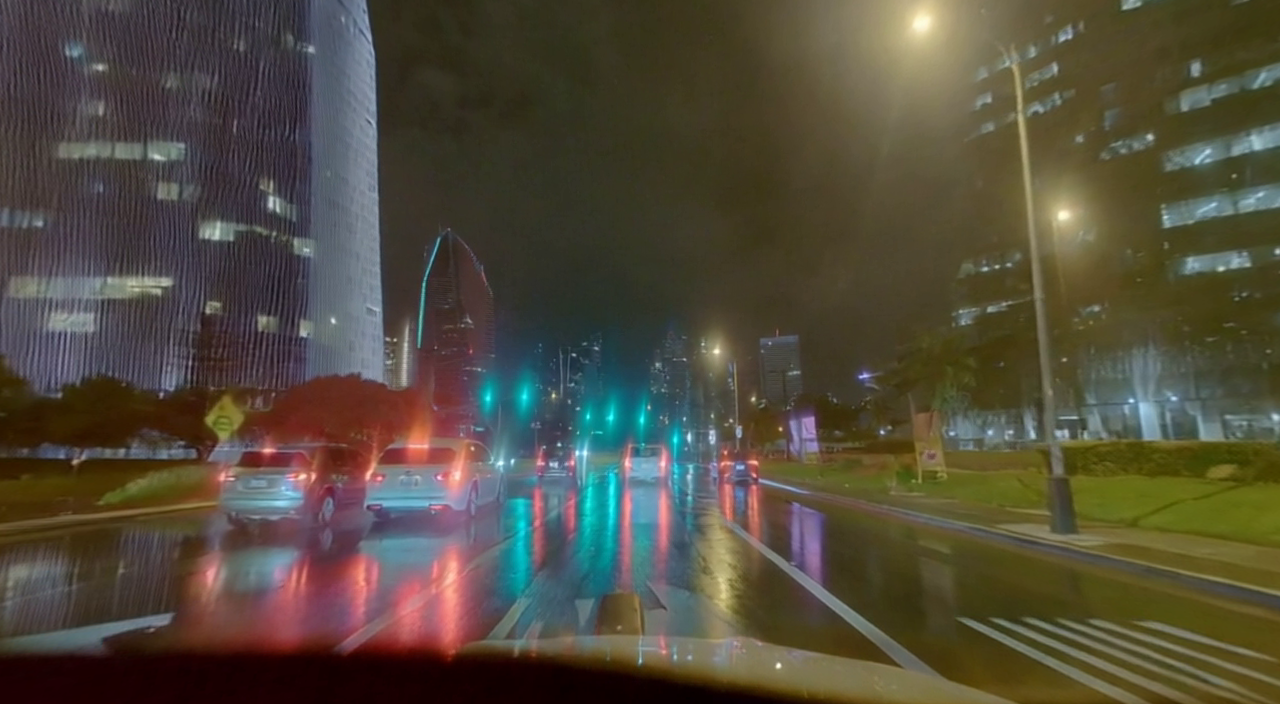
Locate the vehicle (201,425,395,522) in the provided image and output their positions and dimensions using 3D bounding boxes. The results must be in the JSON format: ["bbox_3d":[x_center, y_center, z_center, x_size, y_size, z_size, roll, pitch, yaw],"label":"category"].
[{"bbox_3d":[-7.100,2.547,13.670,1.902,1.765,3.973,0,-9,1],"label":"vehicle"}]

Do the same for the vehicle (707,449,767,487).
[{"bbox_3d":[4.151,5.017,27.560,1.940,1.514,4.187,0,-9,-1],"label":"vehicle"}]

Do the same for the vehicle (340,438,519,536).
[{"bbox_3d":[-3.750,2.463,12.143,1.933,1.520,4.195,0,-9,1],"label":"vehicle"}]

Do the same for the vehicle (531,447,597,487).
[{"bbox_3d":[-3.086,4.746,26.429,2.044,1.508,4.479,0,-9,2],"label":"vehicle"}]

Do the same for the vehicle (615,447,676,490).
[{"bbox_3d":[0.209,4.538,24.850,2.174,1.509,4.374,0,-9,0],"label":"vehicle"}]

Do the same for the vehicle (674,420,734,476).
[{"bbox_3d":[4.207,6.739,44.428,3.074,3.316,12.953,0,-9,1],"label":"vehicle"}]
